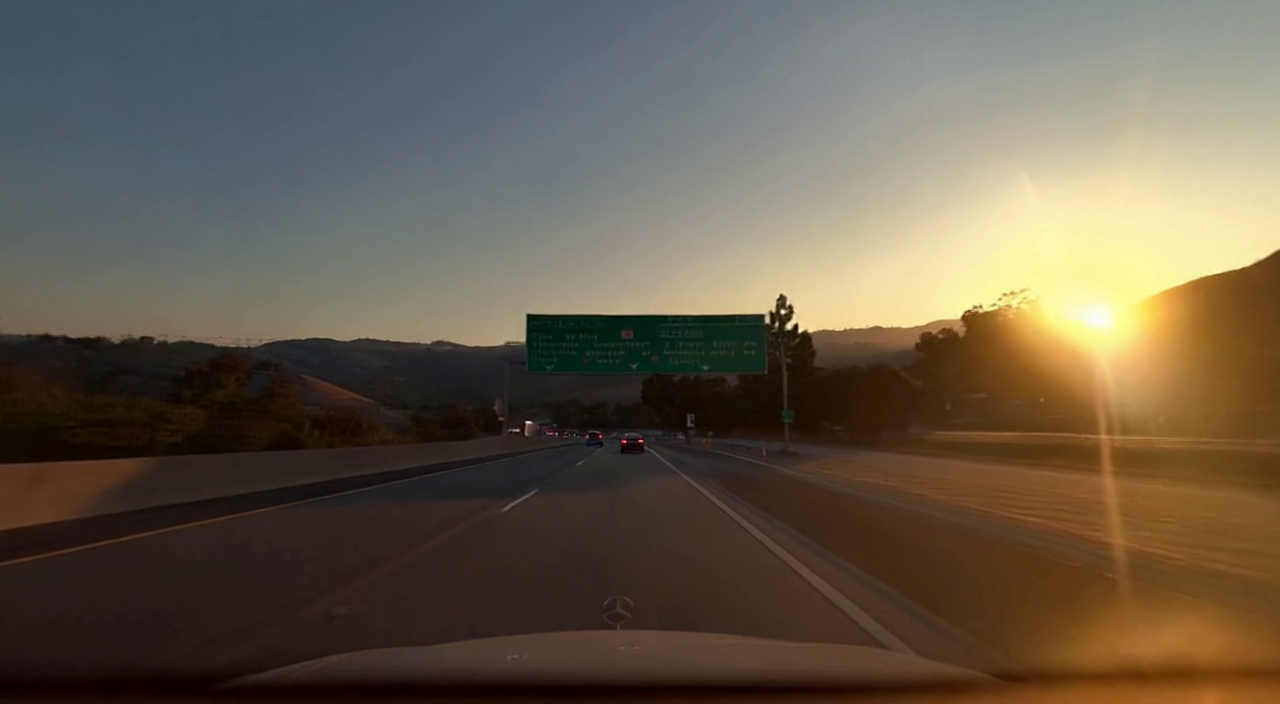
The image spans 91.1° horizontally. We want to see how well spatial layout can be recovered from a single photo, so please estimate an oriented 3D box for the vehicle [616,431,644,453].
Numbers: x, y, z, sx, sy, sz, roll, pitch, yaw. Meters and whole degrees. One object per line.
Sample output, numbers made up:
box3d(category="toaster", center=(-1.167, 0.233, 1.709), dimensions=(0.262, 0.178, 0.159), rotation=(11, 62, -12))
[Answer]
box3d(category="vehicle", center=(-0.763, 6.724, 47.203), dimensions=(1.984, 1.586, 3.866), rotation=(0, -8, -2))
